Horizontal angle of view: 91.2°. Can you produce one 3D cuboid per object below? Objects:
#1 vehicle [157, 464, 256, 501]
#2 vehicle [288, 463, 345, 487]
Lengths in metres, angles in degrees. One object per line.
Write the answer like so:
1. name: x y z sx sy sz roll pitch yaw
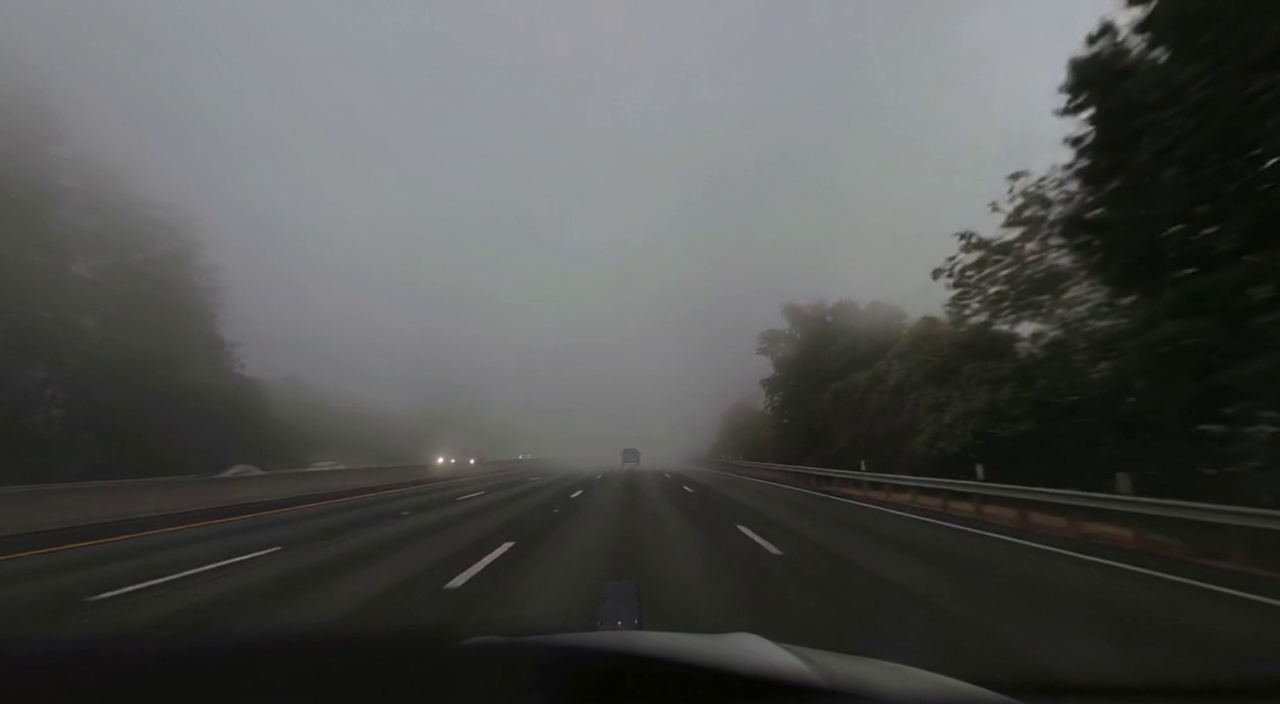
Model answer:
1. vehicle: -19.419 5.840 28.296 1.782 1.442 3.776 0 -9 0
2. vehicle: -23.072 8.761 44.899 1.808 1.491 4.446 0 -9 -1
